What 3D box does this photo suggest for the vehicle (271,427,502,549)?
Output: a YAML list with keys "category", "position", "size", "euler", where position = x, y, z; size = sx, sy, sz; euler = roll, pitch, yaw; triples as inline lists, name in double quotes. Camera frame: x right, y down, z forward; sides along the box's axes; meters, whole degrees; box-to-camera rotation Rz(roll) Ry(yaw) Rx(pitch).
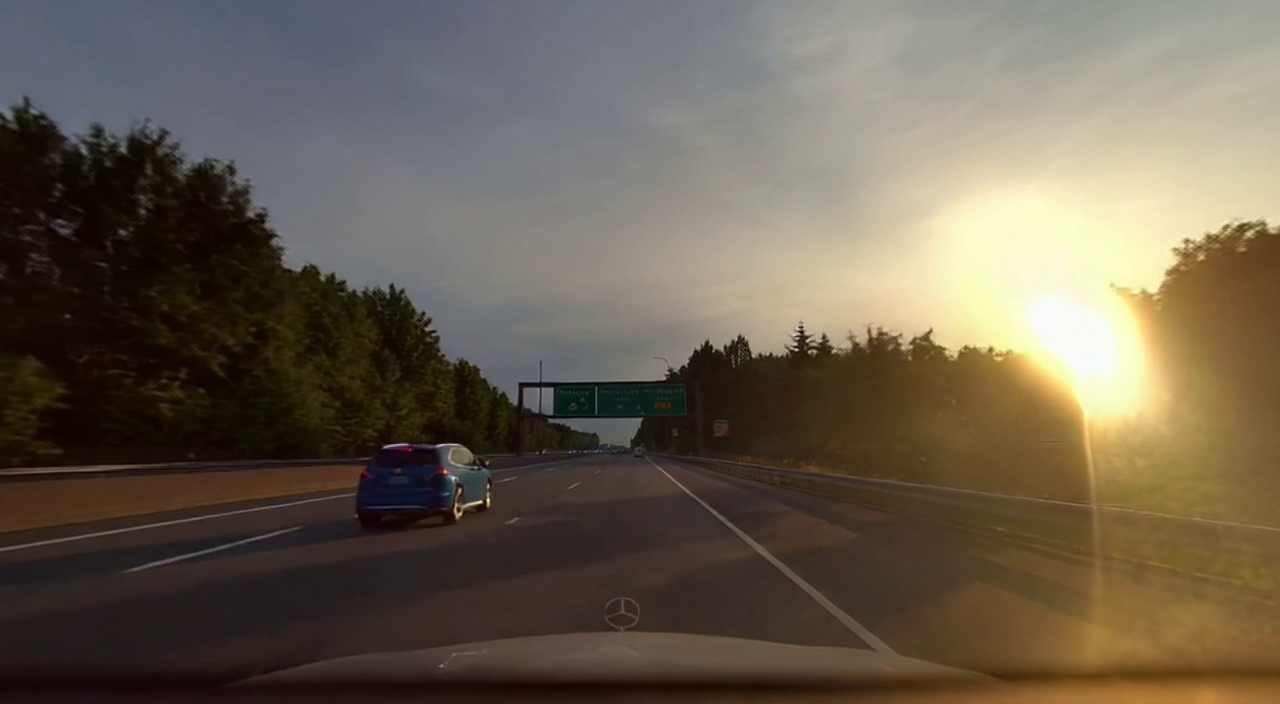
- category: "vehicle"
  position: [-3.925, 2.193, 10.743]
  size: [2.104, 1.626, 4.283]
  euler: [-1, -9, 1]
